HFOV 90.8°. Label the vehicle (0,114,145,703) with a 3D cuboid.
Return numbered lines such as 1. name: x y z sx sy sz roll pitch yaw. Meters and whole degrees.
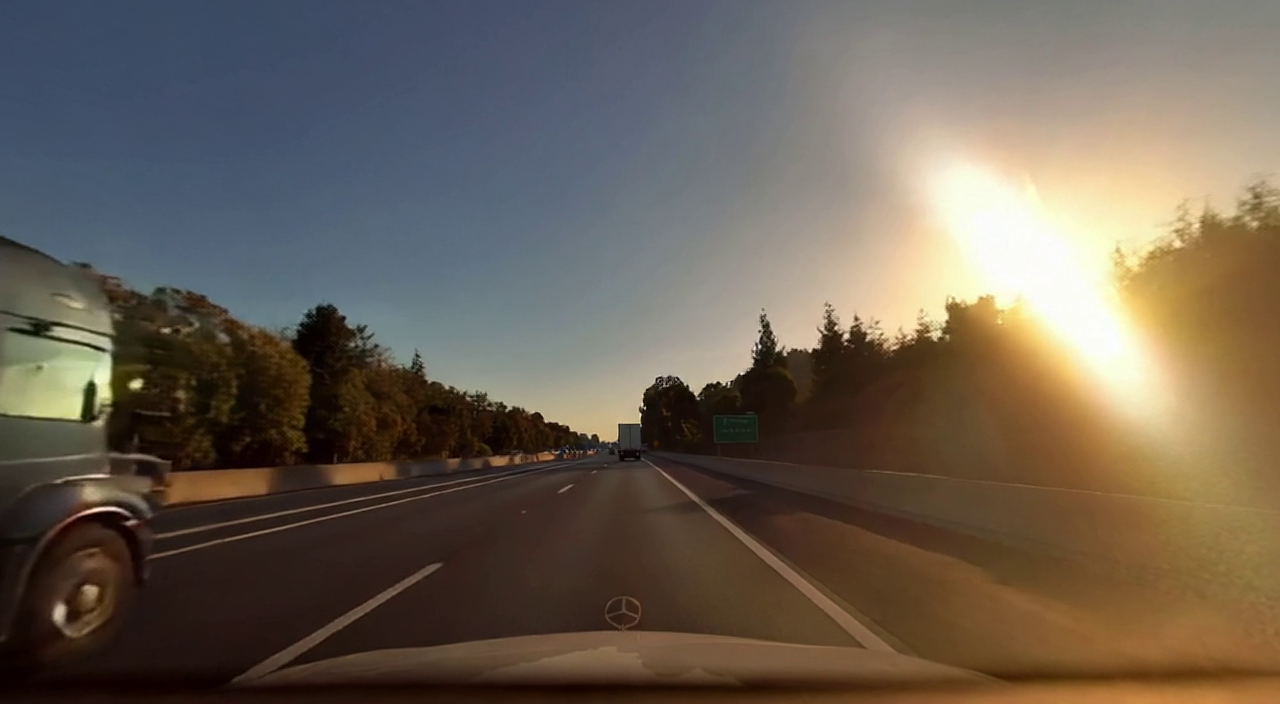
1. vehicle: -4.204 -0.086 0.514 2.368 2.813 6.329 0 -9 0
